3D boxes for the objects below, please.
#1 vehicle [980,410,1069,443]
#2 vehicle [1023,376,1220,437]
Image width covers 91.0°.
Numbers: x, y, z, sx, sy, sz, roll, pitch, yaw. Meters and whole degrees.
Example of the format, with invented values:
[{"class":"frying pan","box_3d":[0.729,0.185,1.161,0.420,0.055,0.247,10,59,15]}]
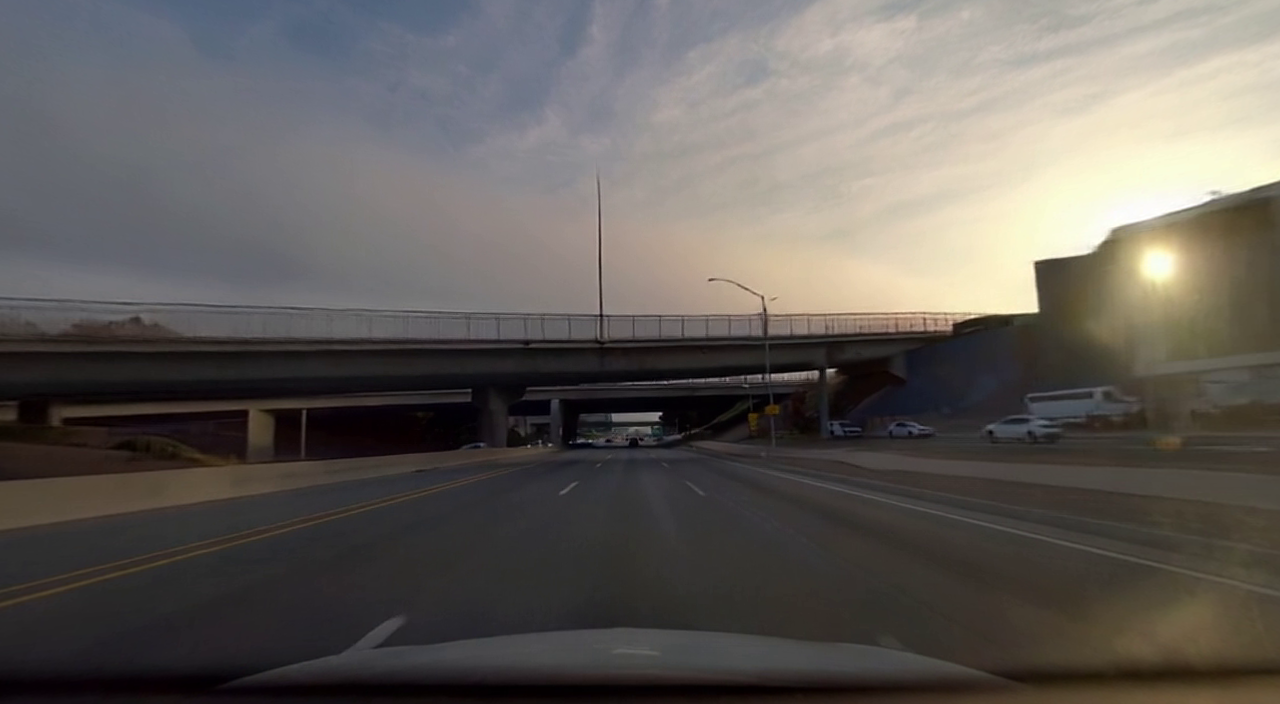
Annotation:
[{"class":"vehicle","box_3d":[23.030,4.553,37.980,1.996,1.797,5.065,0,-8,-2]},{"class":"vehicle","box_3d":[32.411,4.033,43.619,2.939,3.399,12.682,-3,-7,-4]}]
